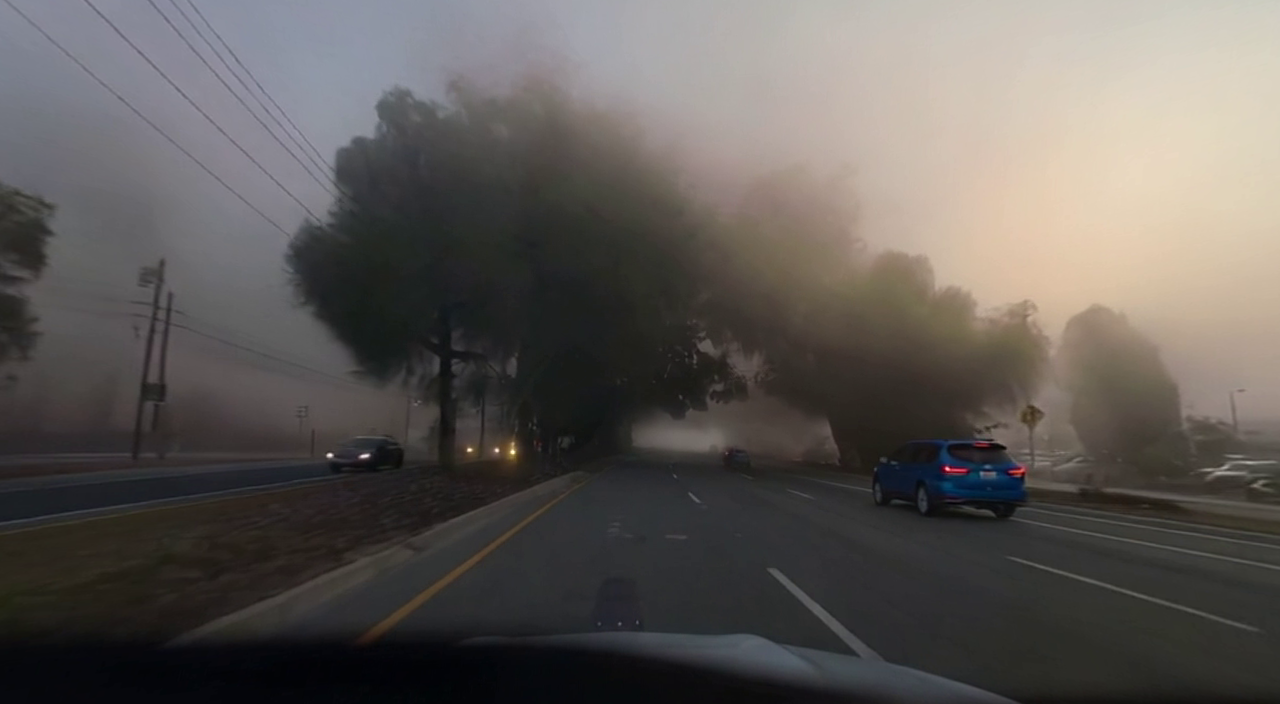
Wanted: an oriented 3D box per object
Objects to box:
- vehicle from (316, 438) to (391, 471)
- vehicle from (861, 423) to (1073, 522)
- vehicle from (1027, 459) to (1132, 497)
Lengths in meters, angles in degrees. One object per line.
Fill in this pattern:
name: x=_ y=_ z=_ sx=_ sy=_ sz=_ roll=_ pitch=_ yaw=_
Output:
vehicle: x=-14.504 y=5.196 z=32.333 sx=1.961 sy=1.538 sz=4.727 roll=0 pitch=-8 yaw=-5
vehicle: x=7.417 y=2.786 z=15.243 sx=2.331 sy=1.872 sz=5.378 roll=-2 pitch=-8 yaw=2
vehicle: x=23.220 y=6.637 z=33.683 sx=1.940 sy=1.665 sz=4.917 roll=-3 pitch=-8 yaw=-1
